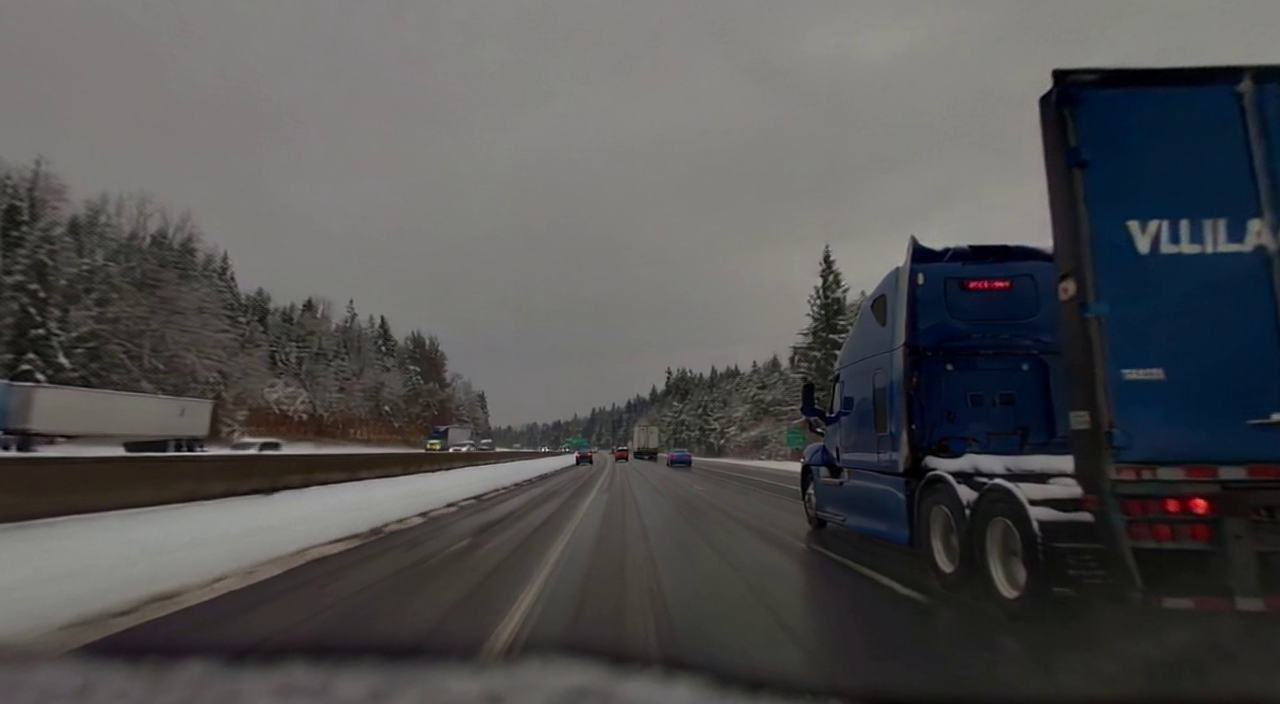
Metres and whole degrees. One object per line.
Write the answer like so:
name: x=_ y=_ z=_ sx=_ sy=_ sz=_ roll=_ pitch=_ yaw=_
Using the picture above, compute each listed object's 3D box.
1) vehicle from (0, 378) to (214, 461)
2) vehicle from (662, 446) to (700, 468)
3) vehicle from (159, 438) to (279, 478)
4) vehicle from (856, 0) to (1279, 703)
vehicle: x=-33.329 y=4.382 z=38.578 sx=3.123 sy=4.095 sz=15.376 roll=3 pitch=-9 yaw=3
vehicle: x=3.039 y=7.927 z=47.632 sx=2.246 sy=1.583 sz=4.813 roll=0 pitch=-9 yaw=-3
vehicle: x=-16.522 y=4.186 z=25.011 sx=1.869 sy=1.442 sz=4.226 roll=0 pitch=-9 yaw=-1
vehicle: x=4.083 y=-0.578 z=0.174 sx=2.847 sy=4.075 sz=14.244 roll=0 pitch=-9 yaw=-1
